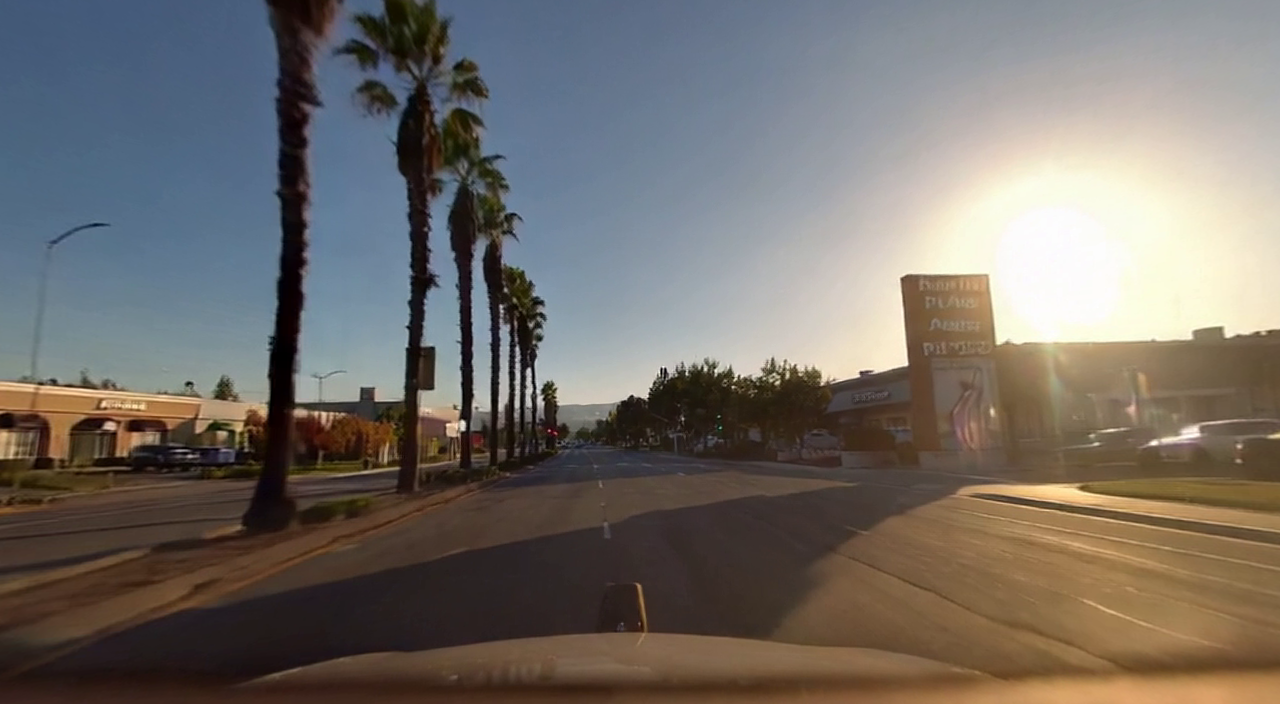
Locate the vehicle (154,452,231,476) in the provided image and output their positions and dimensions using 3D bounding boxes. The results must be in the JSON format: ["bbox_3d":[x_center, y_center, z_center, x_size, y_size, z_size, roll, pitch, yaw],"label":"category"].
[{"bbox_3d":[-30.174,7.540,42.774,1.945,1.444,4.428,-4,-9,1],"label":"vehicle"}]

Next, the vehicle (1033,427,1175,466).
[{"bbox_3d":[18.665,3.794,25.510,4.382,1.463,1.869,1,-9,-6],"label":"vehicle"}]

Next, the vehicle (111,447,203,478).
[{"bbox_3d":[-33.140,7.541,43.606,2.236,1.982,5.467,0,-8,-4],"label":"vehicle"}]
